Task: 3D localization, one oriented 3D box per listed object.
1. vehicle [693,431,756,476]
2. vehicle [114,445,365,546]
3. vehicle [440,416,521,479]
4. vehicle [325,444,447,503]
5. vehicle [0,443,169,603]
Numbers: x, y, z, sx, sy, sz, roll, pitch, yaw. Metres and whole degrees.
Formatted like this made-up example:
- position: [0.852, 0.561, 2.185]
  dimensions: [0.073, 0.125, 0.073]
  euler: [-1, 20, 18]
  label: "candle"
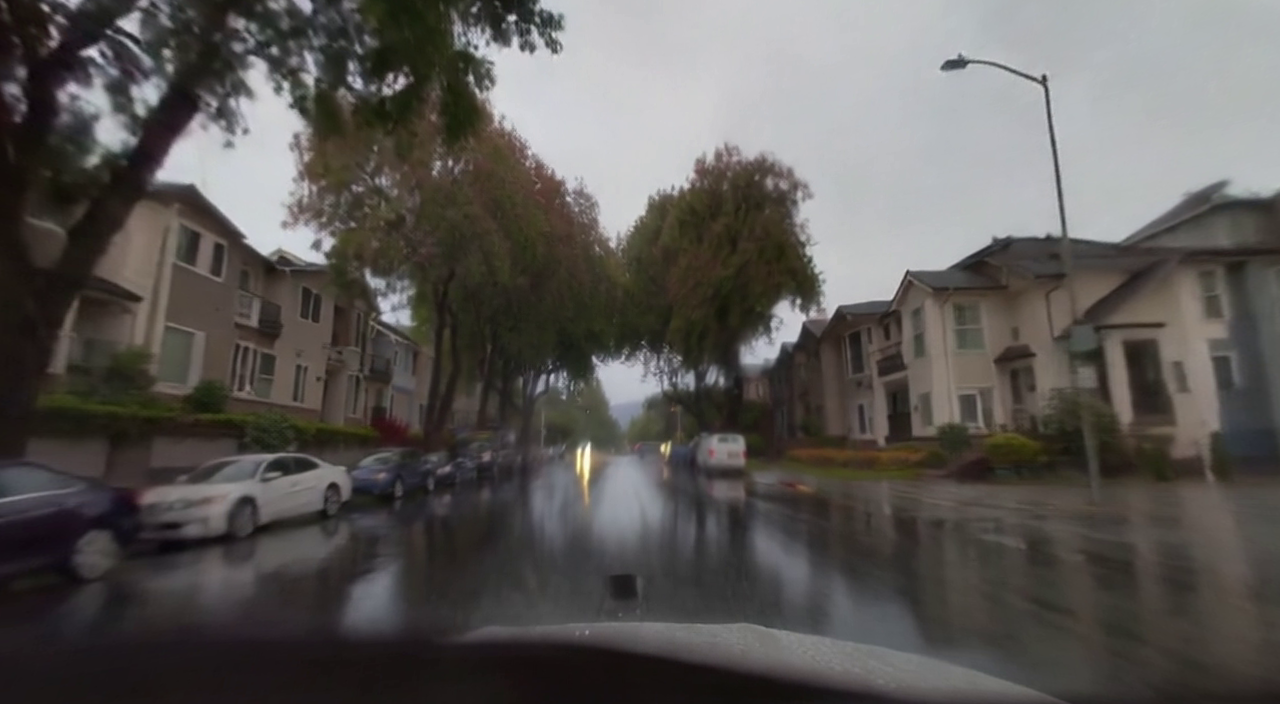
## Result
- position: [3.946, 4.866, 30.383]
  dimensions: [2.216, 1.955, 4.970]
  euler: [0, -8, -1]
  label: "vehicle"
- position: [-7.112, 2.536, 11.904]
  dimensions: [1.845, 1.475, 4.495]
  euler: [-1, -9, -1]
  label: "vehicle"
- position: [-7.505, 4.655, 30.339]
  dimensions: [2.341, 2.674, 5.753]
  euler: [-1, -10, 0]
  label: "vehicle"
- position: [-7.249, 3.495, 18.457]
  dimensions: [1.832, 1.483, 4.140]
  euler: [-1, -9, 0]
  label: "vehicle"
- position: [-7.083, 1.614, 5.762]
  dimensions: [2.003, 1.501, 4.779]
  euler: [-1, -9, -3]
  label: "vehicle"
